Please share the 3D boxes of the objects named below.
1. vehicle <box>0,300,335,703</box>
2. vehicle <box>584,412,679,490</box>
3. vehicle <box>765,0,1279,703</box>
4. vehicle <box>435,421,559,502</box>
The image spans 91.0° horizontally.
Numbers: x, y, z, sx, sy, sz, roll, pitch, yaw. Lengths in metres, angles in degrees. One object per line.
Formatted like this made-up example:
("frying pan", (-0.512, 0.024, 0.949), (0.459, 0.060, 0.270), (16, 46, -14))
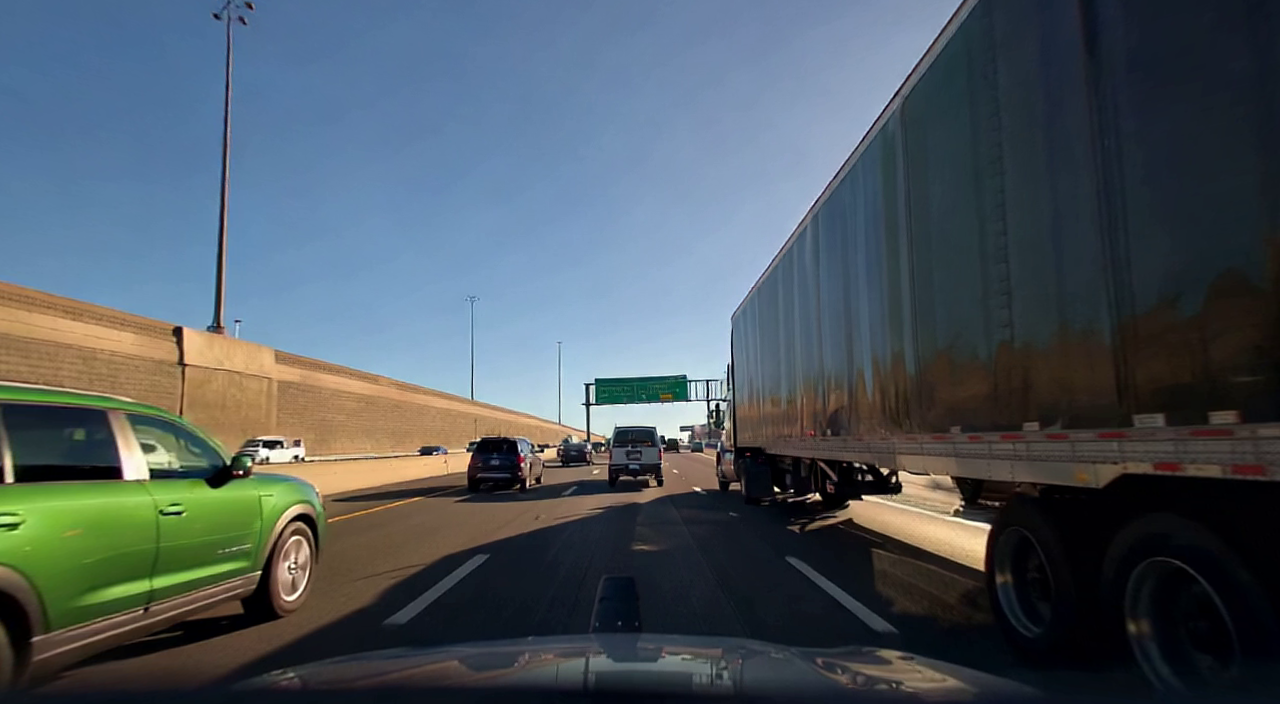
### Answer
("vehicle", (-3.315, 0.715, 2.051), (2.193, 1.803, 4.958), (0, -8, -1))
("vehicle", (-0.290, 3.259, 20.994), (2.704, 2.216, 5.804), (0, -8, -1))
("vehicle", (3.557, -0.394, 2.608), (2.852, 4.121, 16.210), (0, -8, 0))
("vehicle", (-3.550, 2.837, 16.663), (2.120, 1.812, 4.659), (0, -8, 1))
